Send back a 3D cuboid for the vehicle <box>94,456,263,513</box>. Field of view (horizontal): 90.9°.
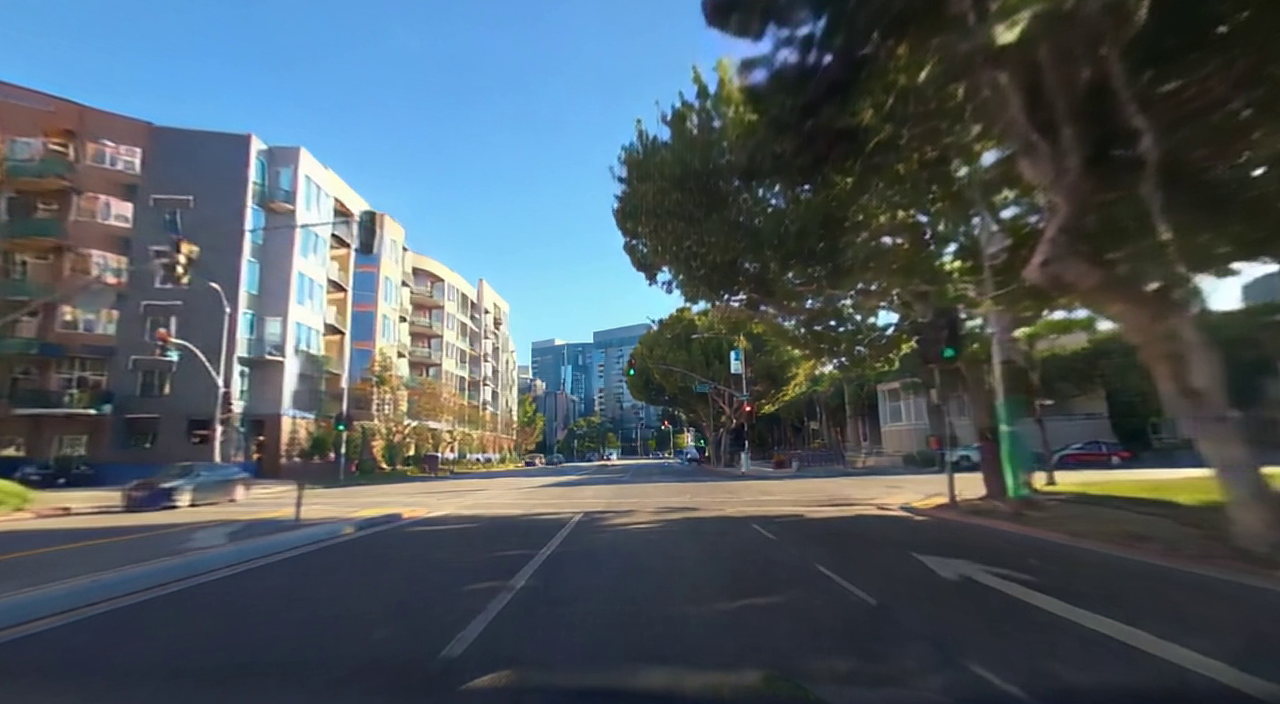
[{"bbox_3d":[-13.895,3.970,19.384,1.833,1.444,4.325,-1,-8,2],"label":"vehicle"}]

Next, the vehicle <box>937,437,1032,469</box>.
[{"bbox_3d":[18.675,5.480,34.277,4.009,1.620,1.882,0,-9,-4],"label":"vehicle"}]
